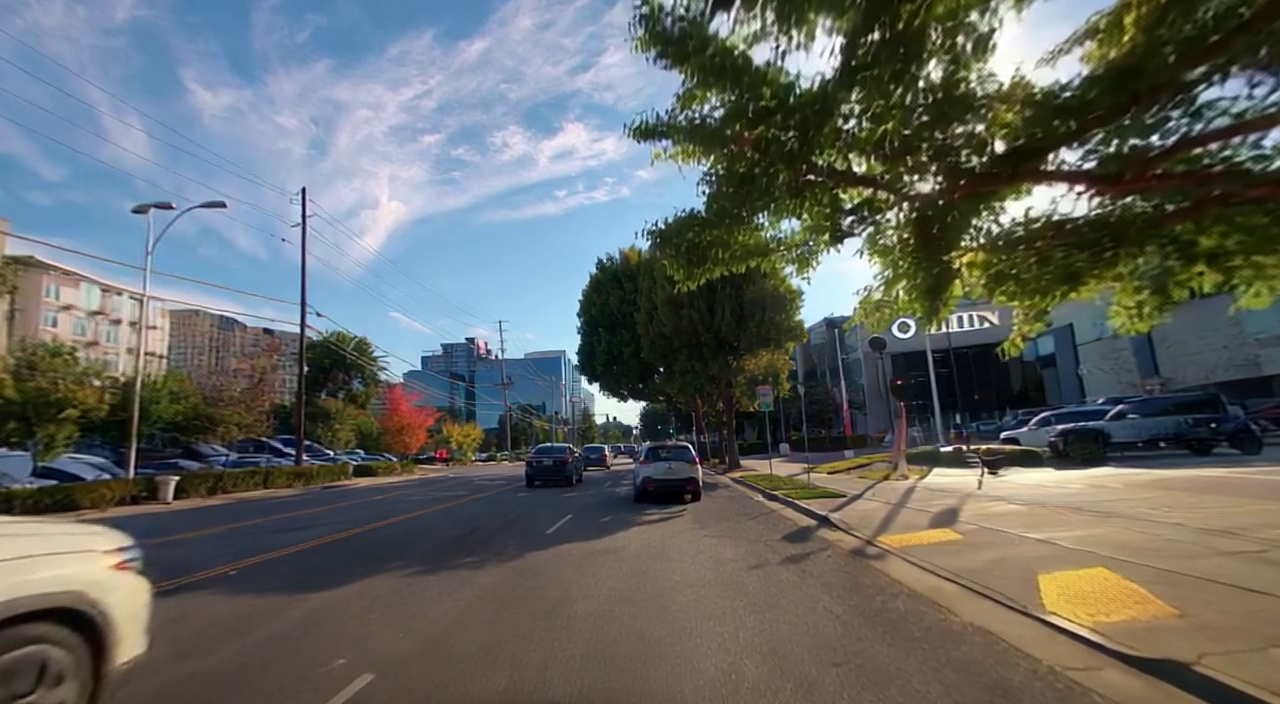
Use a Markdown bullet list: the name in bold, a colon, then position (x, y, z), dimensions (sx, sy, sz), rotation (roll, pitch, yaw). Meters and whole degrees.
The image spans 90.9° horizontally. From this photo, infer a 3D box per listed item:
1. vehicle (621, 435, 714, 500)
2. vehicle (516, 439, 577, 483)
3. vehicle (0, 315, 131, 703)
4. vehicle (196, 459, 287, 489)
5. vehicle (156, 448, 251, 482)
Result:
- **vehicle**: position (0.650, 3.244, 18.132), dimensions (2.108, 1.612, 4.246), rotation (1, -8, -5)
- **vehicle**: position (-3.819, 4.531, 26.482), dimensions (1.862, 1.694, 4.315), rotation (0, -8, 1)
- **vehicle**: position (-3.598, 0.493, 0.428), dimensions (2.064, 1.859, 5.154), rotation (0, -8, 2)
- **vehicle**: position (-22.625, 6.903, 36.036), dimensions (1.862, 1.468, 4.708), rotation (-1, -8, 5)
- **vehicle**: position (-28.657, 7.399, 41.448), dimensions (4.703, 2.084, 2.143), rotation (-1, -8, 5)
